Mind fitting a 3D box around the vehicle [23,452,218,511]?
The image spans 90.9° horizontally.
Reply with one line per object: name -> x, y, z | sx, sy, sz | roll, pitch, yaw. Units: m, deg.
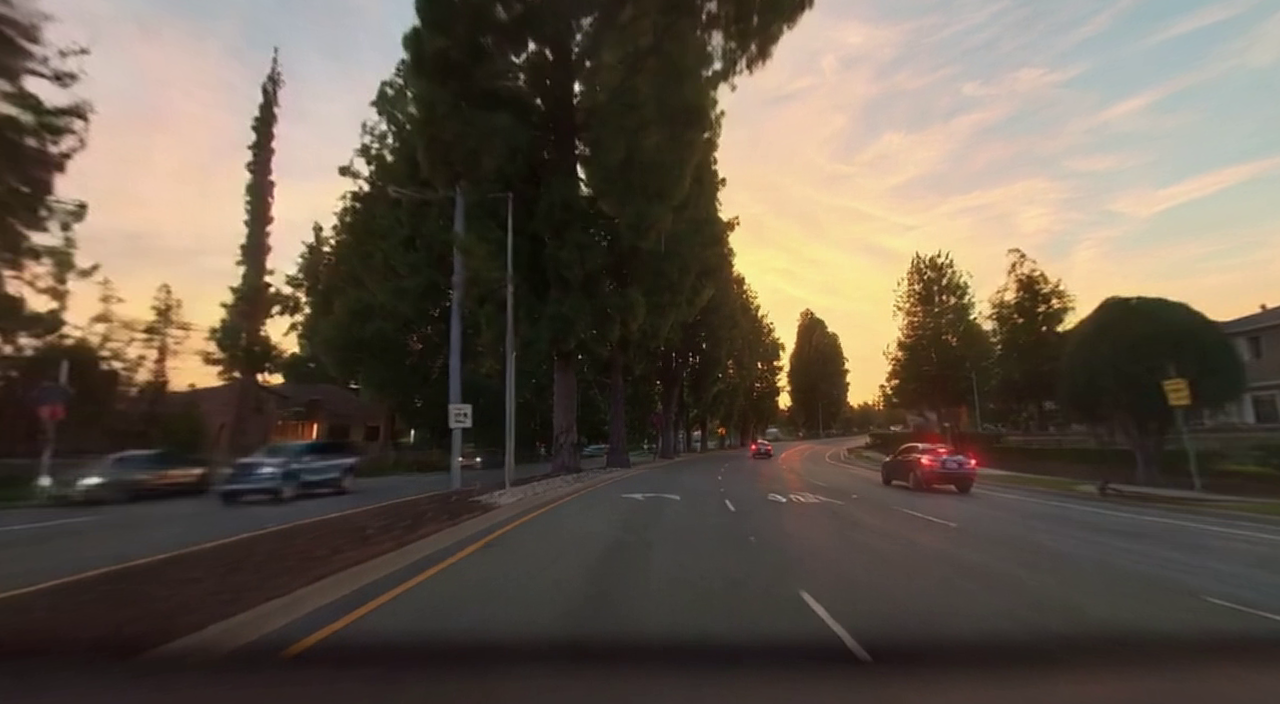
vehicle -> -15.222, 3.772, 18.859 | 1.893, 1.474, 4.375 | -1, -8, 4

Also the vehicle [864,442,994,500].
vehicle -> 8.106, 3.349, 18.193 | 1.855, 1.444, 4.389 | -1, -8, 3

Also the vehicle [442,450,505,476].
vehicle -> -9.920, 6.649, 37.997 | 1.905, 1.451, 4.698 | -1, -8, 9

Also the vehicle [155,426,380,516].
vehicle -> -8.833, 2.849, 15.721 | 2.137, 1.828, 5.202 | -1, -8, 4

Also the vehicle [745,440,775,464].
vehicle -> 8.838, 7.296, 46.123 | 1.991, 1.684, 4.127 | -2, -9, 12
